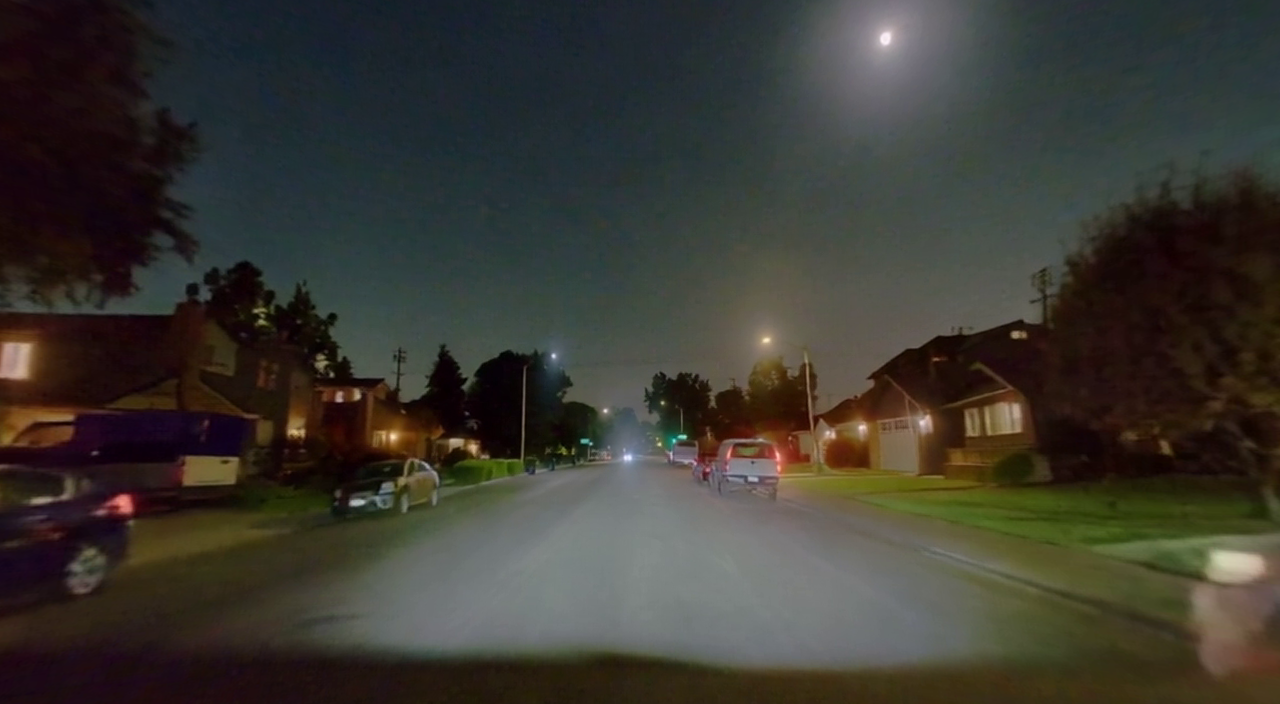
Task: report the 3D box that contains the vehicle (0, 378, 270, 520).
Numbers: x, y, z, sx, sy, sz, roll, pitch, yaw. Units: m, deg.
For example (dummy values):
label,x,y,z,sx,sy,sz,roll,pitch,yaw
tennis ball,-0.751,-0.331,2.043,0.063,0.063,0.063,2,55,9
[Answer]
label,x,y,z,sx,sy,sz,roll,pitch,yaw
vehicle,-13.921,2.475,16.506,6.585,3.247,3.011,-2,-6,2

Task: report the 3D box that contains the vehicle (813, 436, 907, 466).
label,x,y,z,sx,sy,sz,roll,pitch,yaw
vehicle,11.416,5.169,32.946,4.111,1.459,2.214,-1,-8,4

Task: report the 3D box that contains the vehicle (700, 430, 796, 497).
label,x,y,z,sx,sy,sz,roll,pitch,yaw
vehicle,3.279,3.508,20.232,2.262,1.870,4.948,0,-8,1

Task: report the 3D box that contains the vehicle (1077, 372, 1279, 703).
label,x,y,z,sx,sy,sz,roll,pitch,yaw
vehicle,3.174,0.668,0.734,2.050,1.598,4.590,0,-8,1

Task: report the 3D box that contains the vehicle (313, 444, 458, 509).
label,x,y,z,sx,sy,sz,roll,pitch,yaw
vehicle,-6.825,3.564,17.510,2.071,1.481,4.425,-2,-14,1

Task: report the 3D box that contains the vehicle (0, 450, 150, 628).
label,x,y,z,sx,sy,sz,roll,pitch,yaw
vehicle,-6.896,1.579,4.976,1.905,1.602,4.974,-2,-12,2
